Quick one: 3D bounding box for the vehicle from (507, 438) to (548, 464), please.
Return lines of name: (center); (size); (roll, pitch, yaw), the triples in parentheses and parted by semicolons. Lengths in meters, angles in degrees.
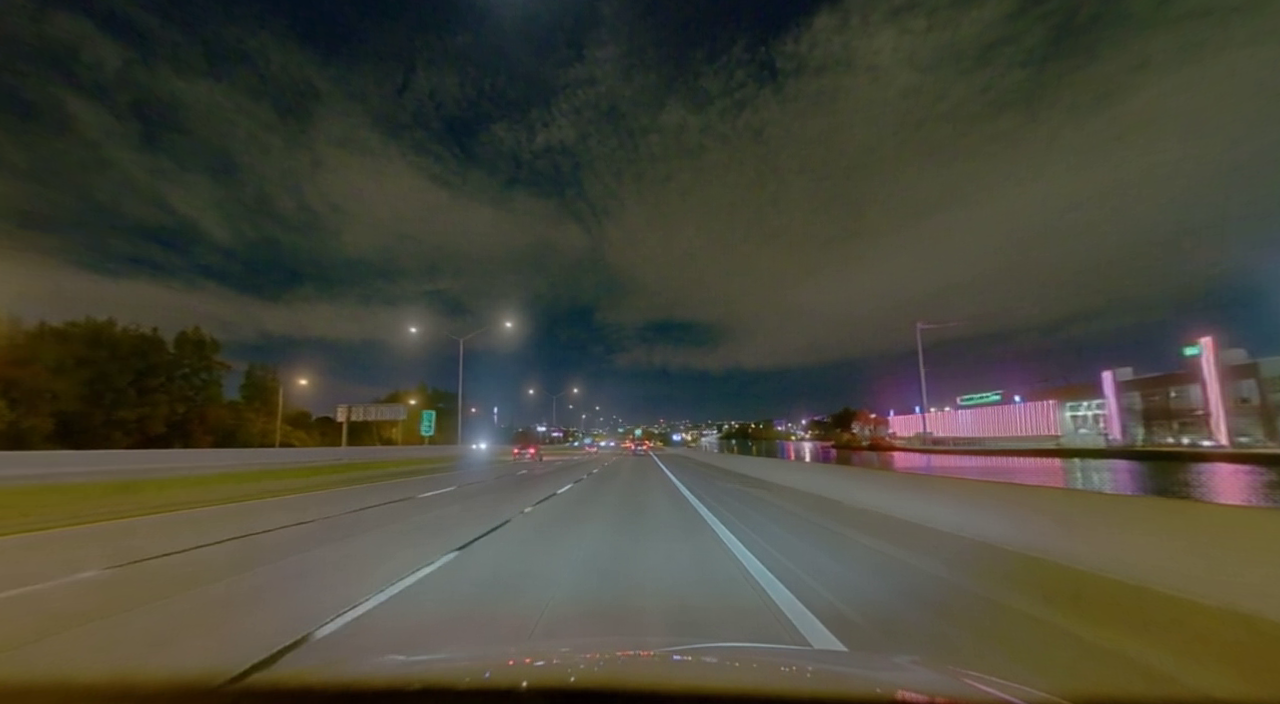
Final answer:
vehicle: (-7.488, 6.606, 42.194); (1.946, 1.590, 4.042); (0, -8, 1)
